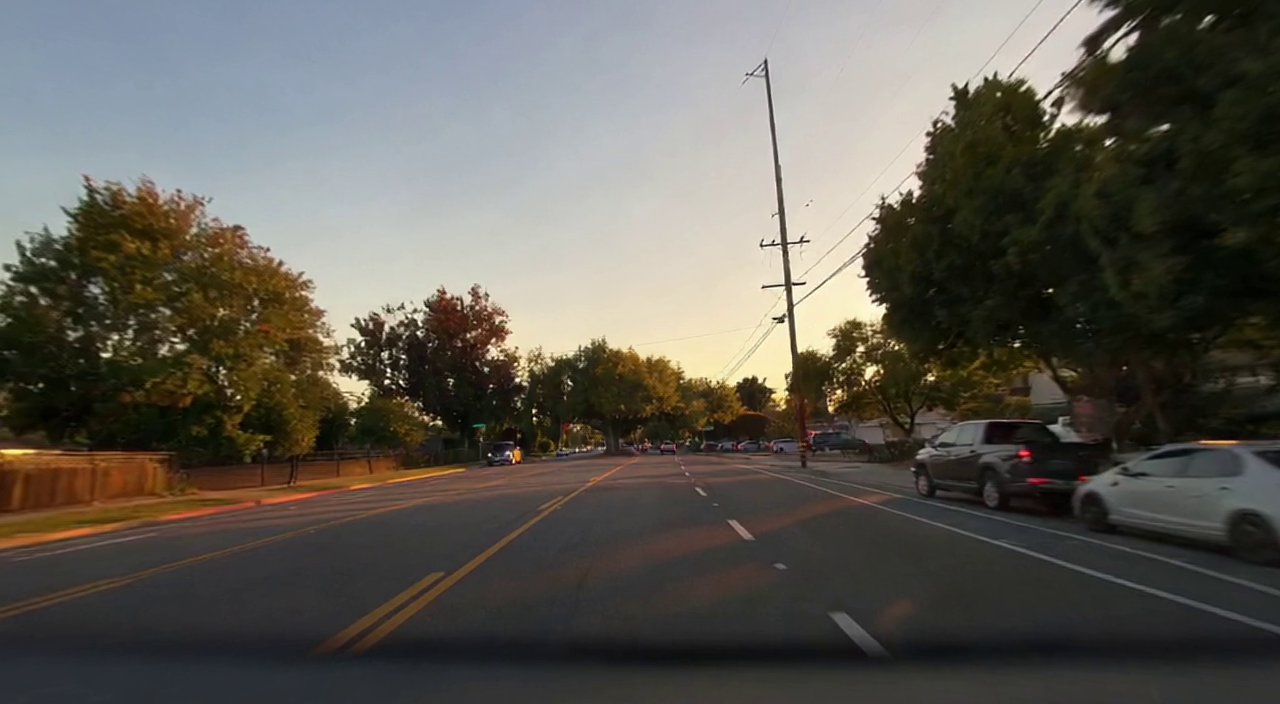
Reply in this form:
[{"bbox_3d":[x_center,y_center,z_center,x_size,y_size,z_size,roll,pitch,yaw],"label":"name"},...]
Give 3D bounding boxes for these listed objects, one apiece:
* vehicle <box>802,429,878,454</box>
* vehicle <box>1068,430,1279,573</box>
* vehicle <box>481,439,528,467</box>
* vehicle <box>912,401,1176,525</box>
[{"bbox_3d":[14.295,6.432,45.371,4.793,1.744,2.055,0,-8,1],"label":"vehicle"},{"bbox_3d":[7.474,1.643,7.259,1.903,1.439,4.508,0,-8,-1],"label":"vehicle"},{"bbox_3d":[-10.559,7.956,49.537,2.347,1.960,5.167,-2,-10,2],"label":"vehicle"},{"bbox_3d":[7.470,2.110,12.497,2.040,1.970,4.753,0,-8,0],"label":"vehicle"}]
